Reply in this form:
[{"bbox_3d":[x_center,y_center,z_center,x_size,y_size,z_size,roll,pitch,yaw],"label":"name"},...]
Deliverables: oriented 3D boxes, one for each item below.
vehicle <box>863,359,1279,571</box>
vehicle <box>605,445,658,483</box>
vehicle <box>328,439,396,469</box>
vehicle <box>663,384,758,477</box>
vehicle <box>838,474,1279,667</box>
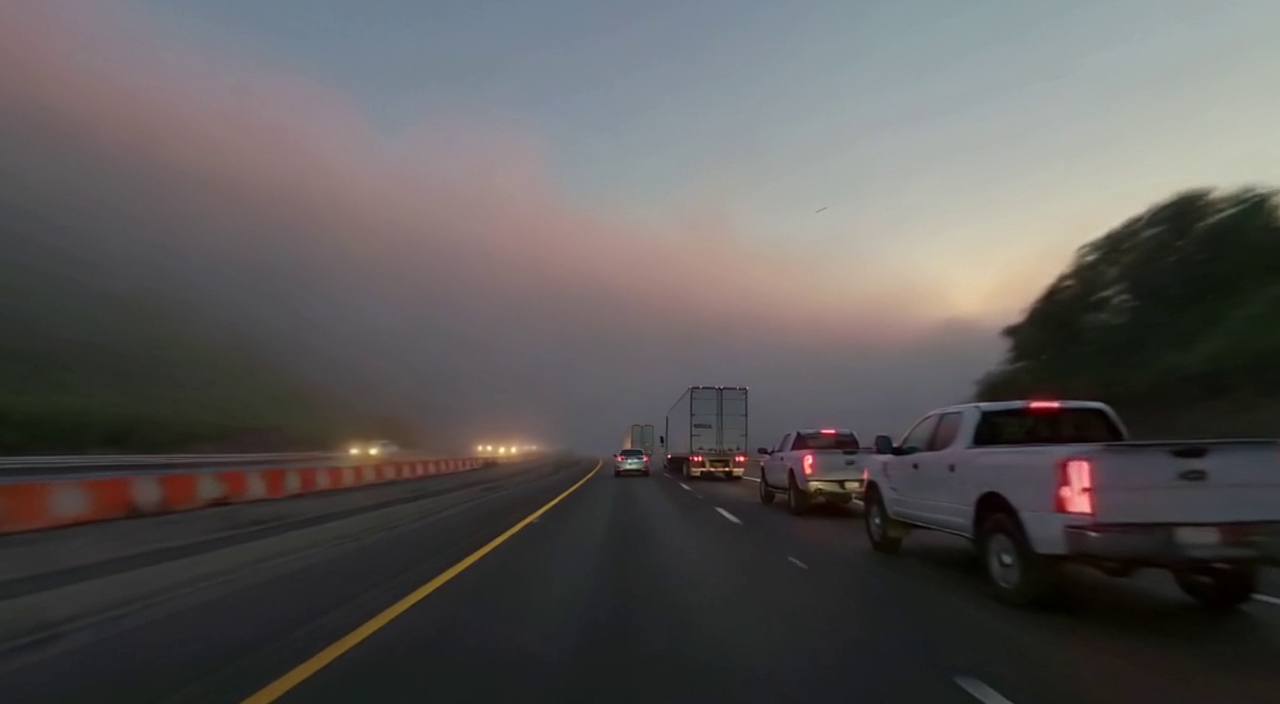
[{"bbox_3d":[4.069,1.104,6.543,1.873,1.465,4.264,0,-9,-1],"label":"vehicle"},{"bbox_3d":[-0.394,4.593,26.162,2.029,1.437,3.794,0,-9,-2],"label":"vehicle"},{"bbox_3d":[-15.581,5.749,35.620,1.984,1.558,4.164,0,-9,-1],"label":"vehicle"},{"bbox_3d":[3.392,4.602,35.230,2.911,4.099,14.578,0,-9,-3],"label":"vehicle"},{"bbox_3d":[4.028,1.866,6.598,2.129,0.956,5.390,0,-9,-1],"label":"vehicle"}]
